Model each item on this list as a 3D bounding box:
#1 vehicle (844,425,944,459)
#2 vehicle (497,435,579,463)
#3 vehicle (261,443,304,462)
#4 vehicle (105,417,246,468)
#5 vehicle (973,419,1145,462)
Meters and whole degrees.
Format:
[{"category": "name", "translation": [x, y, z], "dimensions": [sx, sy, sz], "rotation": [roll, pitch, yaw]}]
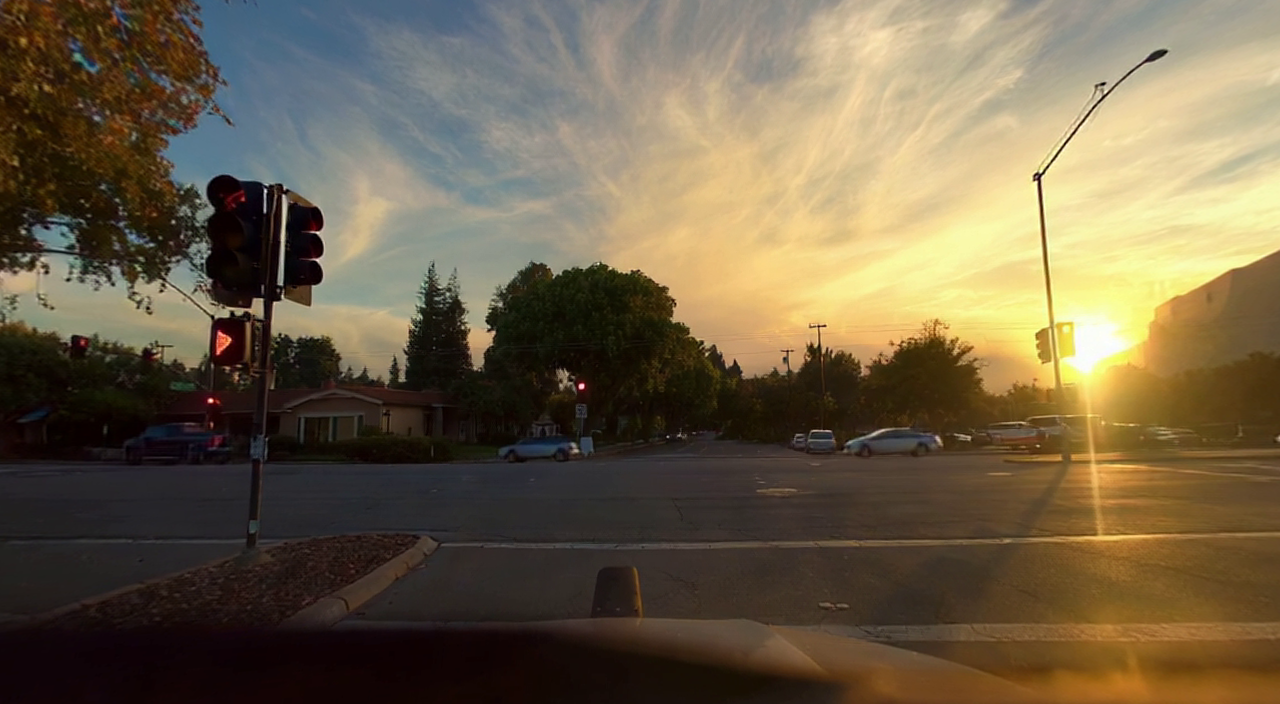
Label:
[{"category": "vehicle", "translation": [13.468, 4.815, 33.799], "dimensions": [4.590, 1.701, 1.881], "rotation": [-2, -9, 11]}, {"category": "vehicle", "translation": [-5.993, 5.721, 37.302], "dimensions": [4.370, 1.592, 1.886], "rotation": [-2, -9, 10]}, {"category": "vehicle", "translation": [-28.023, 7.883, 49.619], "dimensions": [2.235, 1.417, 4.272], "rotation": [3, -9, -21]}, {"category": "vehicle", "translation": [-30.834, 6.013, 42.043], "dimensions": [7.790, 3.197, 2.653], "rotation": [-1, -9, 10]}, {"category": "vehicle", "translation": [15.042, 3.210, 22.933], "dimensions": [4.749, 1.461, 1.892], "rotation": [-1, -9, 9]}]
